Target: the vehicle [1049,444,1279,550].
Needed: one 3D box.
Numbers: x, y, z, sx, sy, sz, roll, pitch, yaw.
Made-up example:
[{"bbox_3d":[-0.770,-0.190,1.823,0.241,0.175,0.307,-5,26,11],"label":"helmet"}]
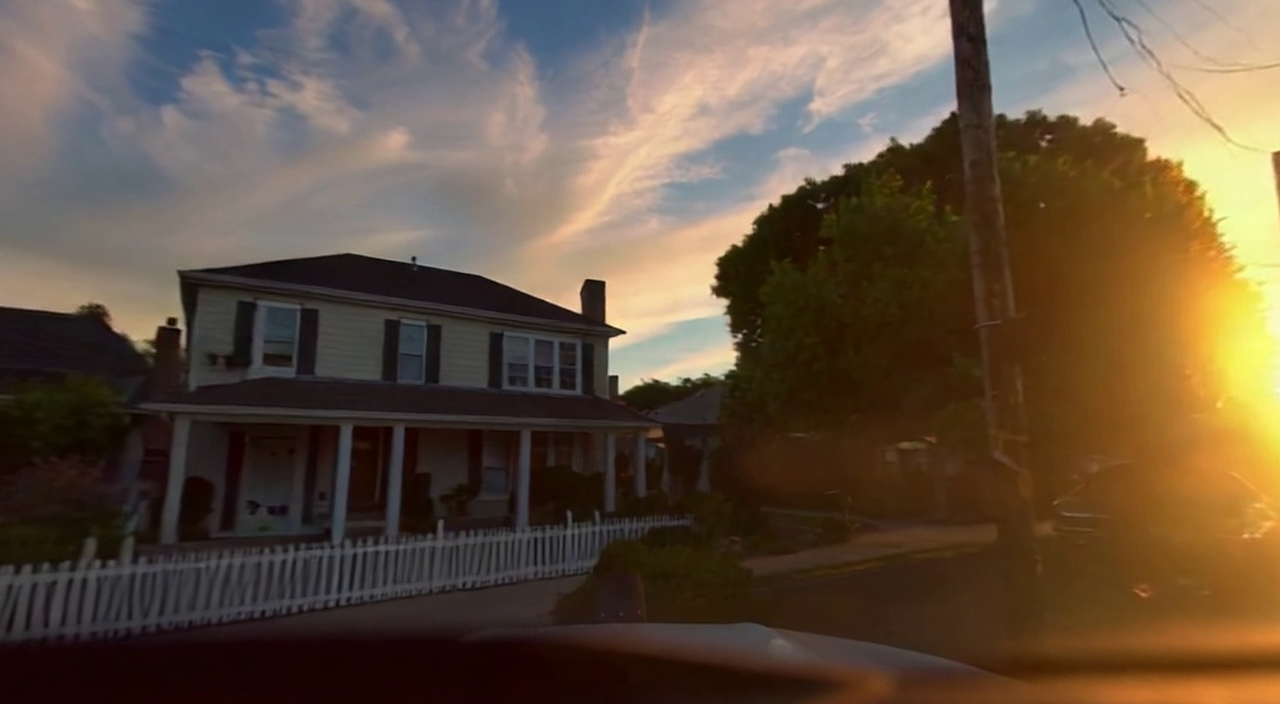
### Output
[{"bbox_3d":[12.144,3.061,14.009,2.471,1.595,4.537,5,-5,-33],"label":"vehicle"}]
